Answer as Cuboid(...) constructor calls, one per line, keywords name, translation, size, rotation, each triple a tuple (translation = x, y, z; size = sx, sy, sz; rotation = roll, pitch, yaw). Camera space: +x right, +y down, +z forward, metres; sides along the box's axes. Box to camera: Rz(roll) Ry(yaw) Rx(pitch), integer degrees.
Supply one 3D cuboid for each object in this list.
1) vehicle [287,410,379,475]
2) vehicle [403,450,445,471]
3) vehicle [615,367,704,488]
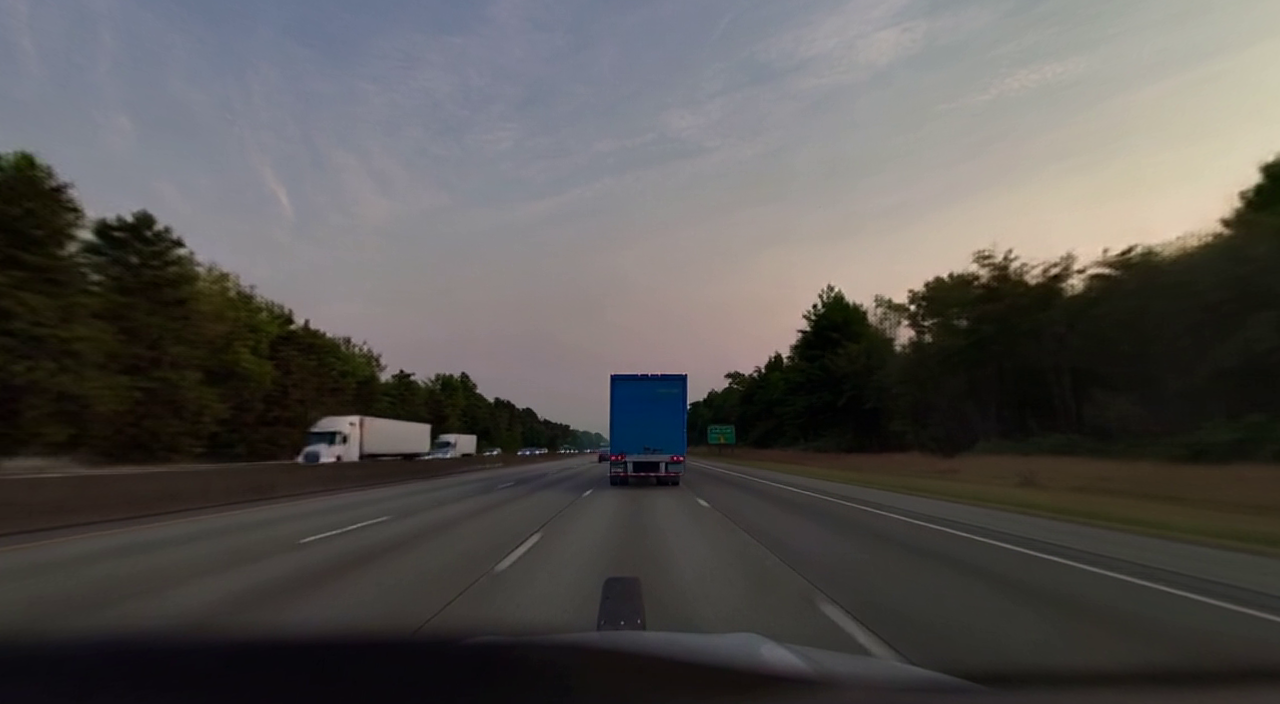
Cuboid(name="vehicle", translation=(-20.009, 5.991, 41.555), size=(2.939, 3.903, 5.958), rotation=(0, -9, 0))
Cuboid(name="vehicle", translation=(-15.872, 7.974, 46.536), size=(1.774, 1.419, 3.615), rotation=(0, -9, 1))
Cuboid(name="vehicle", translation=(0.603, 3.224, 25.832), size=(2.898, 3.973, 10.063), rotation=(0, -9, 0))
